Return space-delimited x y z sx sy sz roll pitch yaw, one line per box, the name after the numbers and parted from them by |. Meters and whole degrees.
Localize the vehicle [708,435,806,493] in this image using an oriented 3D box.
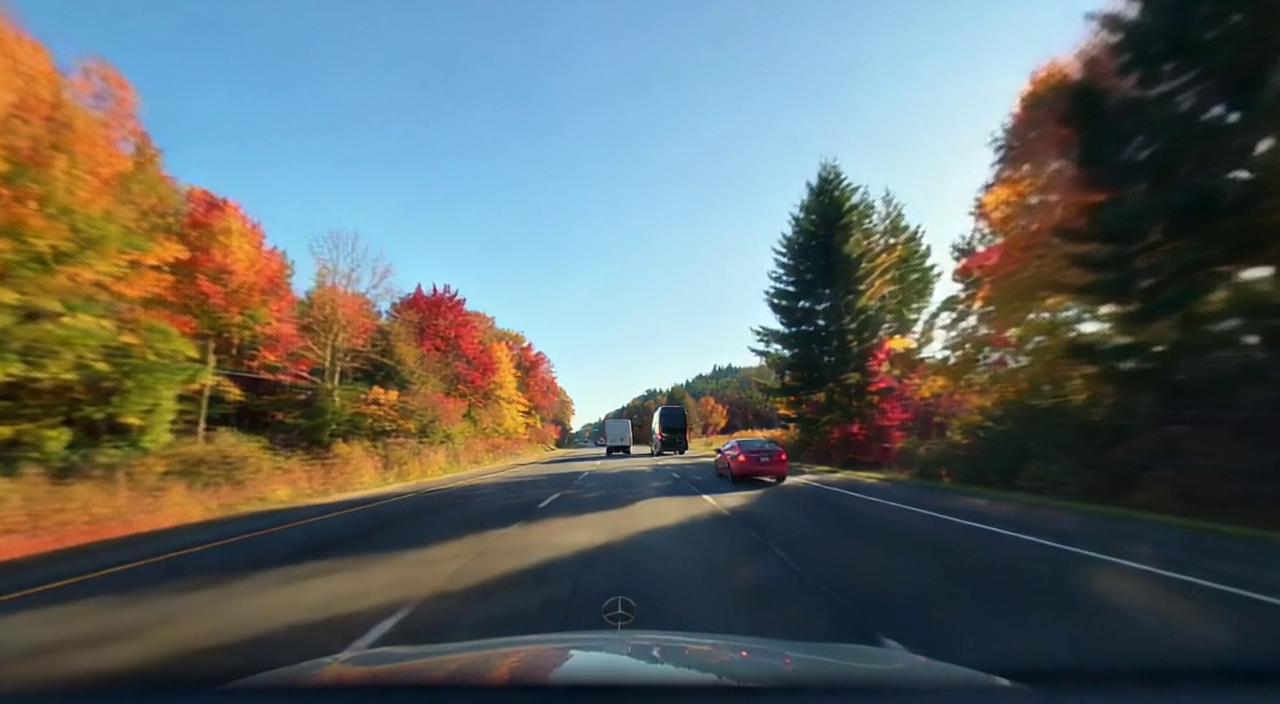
3.331 3.238 18.776 1.962 1.508 4.363 0 -8 -2 | vehicle

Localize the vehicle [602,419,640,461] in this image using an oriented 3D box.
-1.236 5.947 42.476 2.389 2.637 5.437 0 -8 -1 | vehicle
